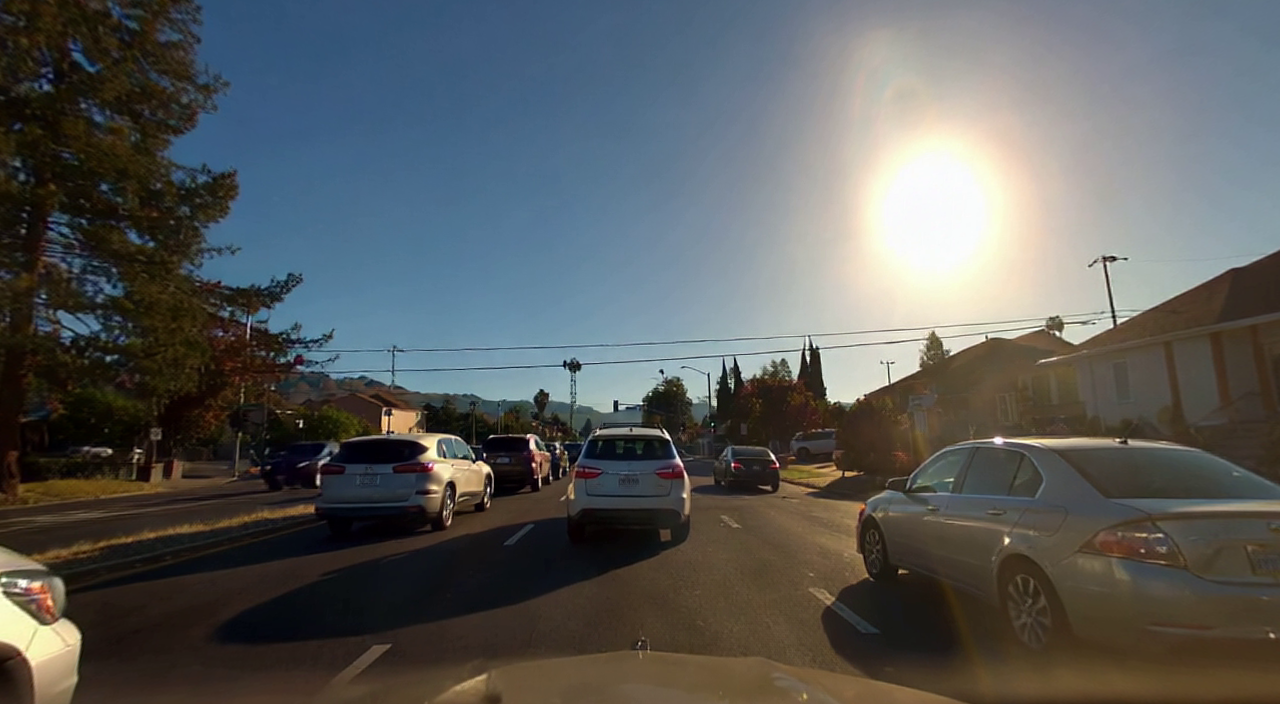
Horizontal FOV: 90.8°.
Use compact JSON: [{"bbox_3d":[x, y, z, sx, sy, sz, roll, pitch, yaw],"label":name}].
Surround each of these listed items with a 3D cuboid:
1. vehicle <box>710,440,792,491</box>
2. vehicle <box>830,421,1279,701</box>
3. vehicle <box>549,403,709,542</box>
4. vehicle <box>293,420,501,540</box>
[{"bbox_3d":[3.502,3.649,20.656,1.880,1.476,3.932,0,-8,-1],"label":"vehicle"},{"bbox_3d":[3.472,1.457,5.754,1.977,1.480,4.589,0,-8,-1],"label":"vehicle"},{"bbox_3d":[-0.235,1.945,10.758,2.164,1.867,4.254,0,-8,-2],"label":"vehicle"},{"bbox_3d":[-3.721,2.029,10.640,1.864,1.576,4.324,0,-8,-1],"label":"vehicle"}]
